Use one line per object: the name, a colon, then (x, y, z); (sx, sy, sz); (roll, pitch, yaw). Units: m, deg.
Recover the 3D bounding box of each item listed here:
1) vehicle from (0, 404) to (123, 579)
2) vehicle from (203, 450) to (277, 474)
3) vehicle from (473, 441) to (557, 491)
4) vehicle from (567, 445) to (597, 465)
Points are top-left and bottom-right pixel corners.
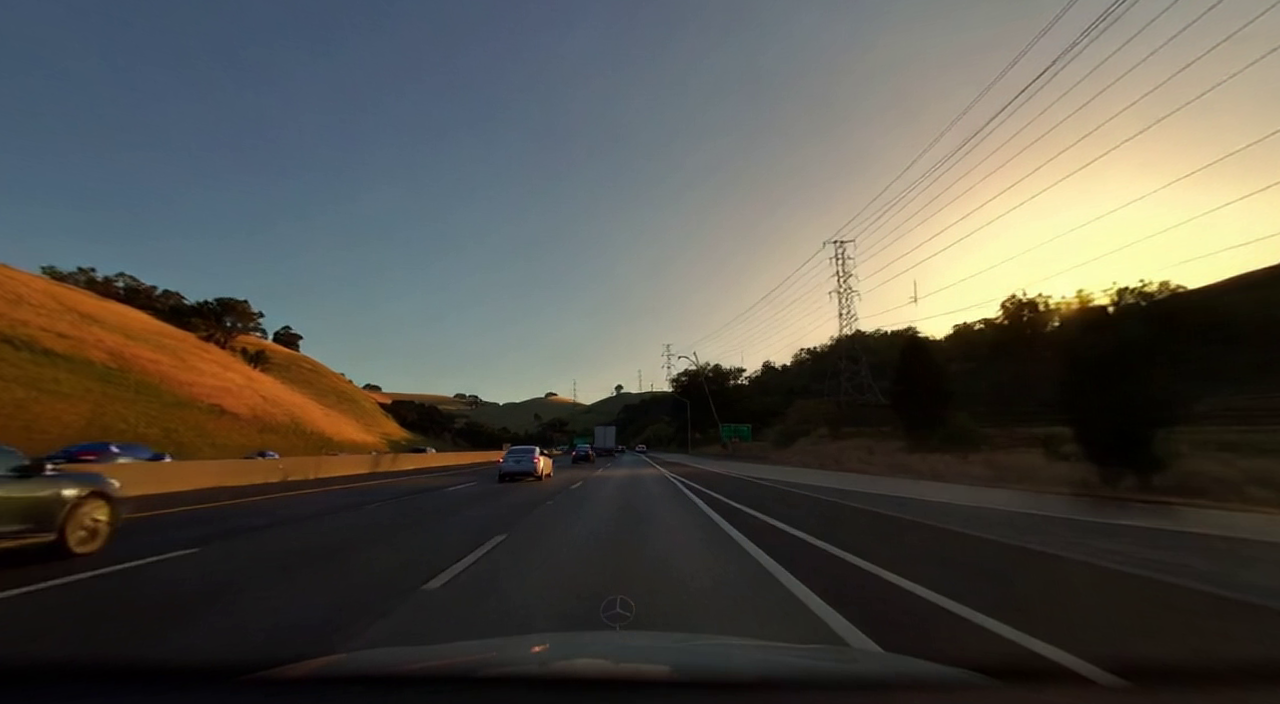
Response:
vehicle: (-7.613, 1.278, 5.483); (2.101, 1.773, 4.880); (0, -9, 0)
vehicle: (-26.055, 7.128, 41.333); (1.841, 1.449, 4.570); (0, -9, 0)
vehicle: (-4.177, 3.860, 21.848); (1.963, 1.533, 4.477); (0, -9, 0)
vehicle: (-4.508, 8.083, 49.832); (2.038, 1.533, 4.103); (0, -9, -1)
